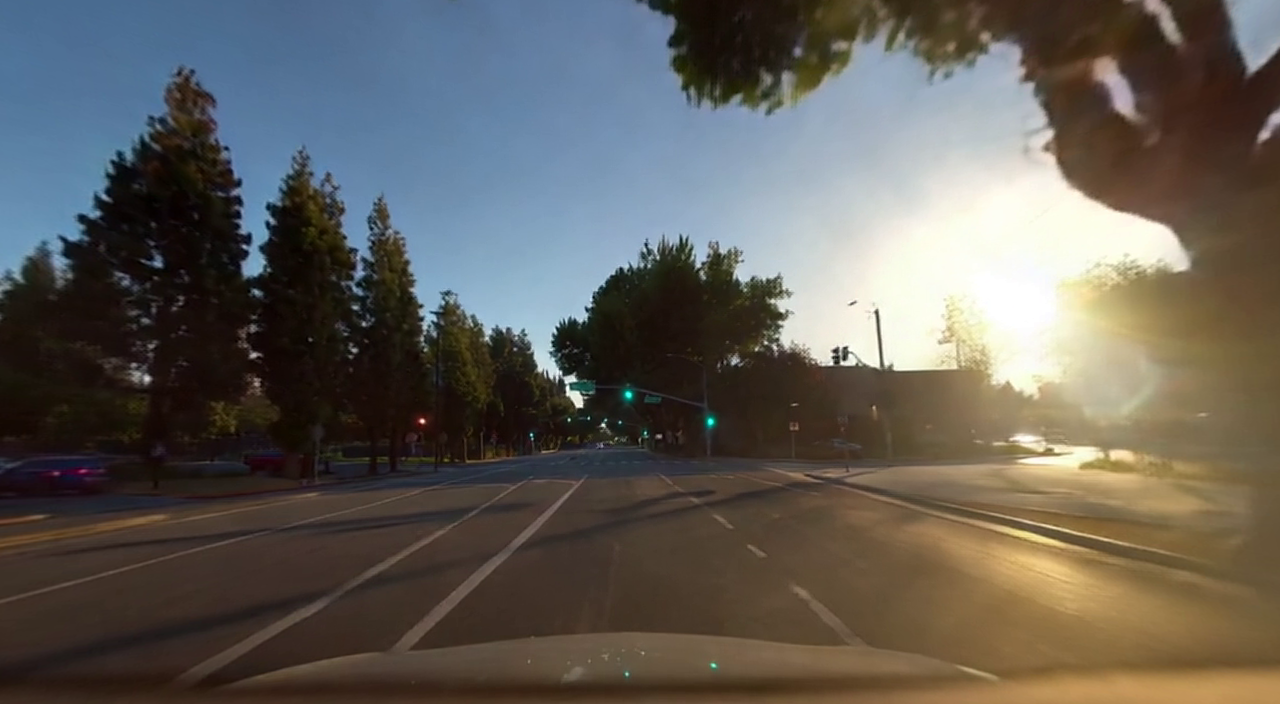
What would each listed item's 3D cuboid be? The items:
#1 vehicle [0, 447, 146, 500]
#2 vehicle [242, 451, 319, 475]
[{"bbox_3d":[-23.769,4.857,25.530,5.473,1.957,2.253,0,-8,-6],"label":"vehicle"},{"bbox_3d":[-27.267,8.425,48.057,4.577,1.584,2.000,3,-7,-8],"label":"vehicle"}]
